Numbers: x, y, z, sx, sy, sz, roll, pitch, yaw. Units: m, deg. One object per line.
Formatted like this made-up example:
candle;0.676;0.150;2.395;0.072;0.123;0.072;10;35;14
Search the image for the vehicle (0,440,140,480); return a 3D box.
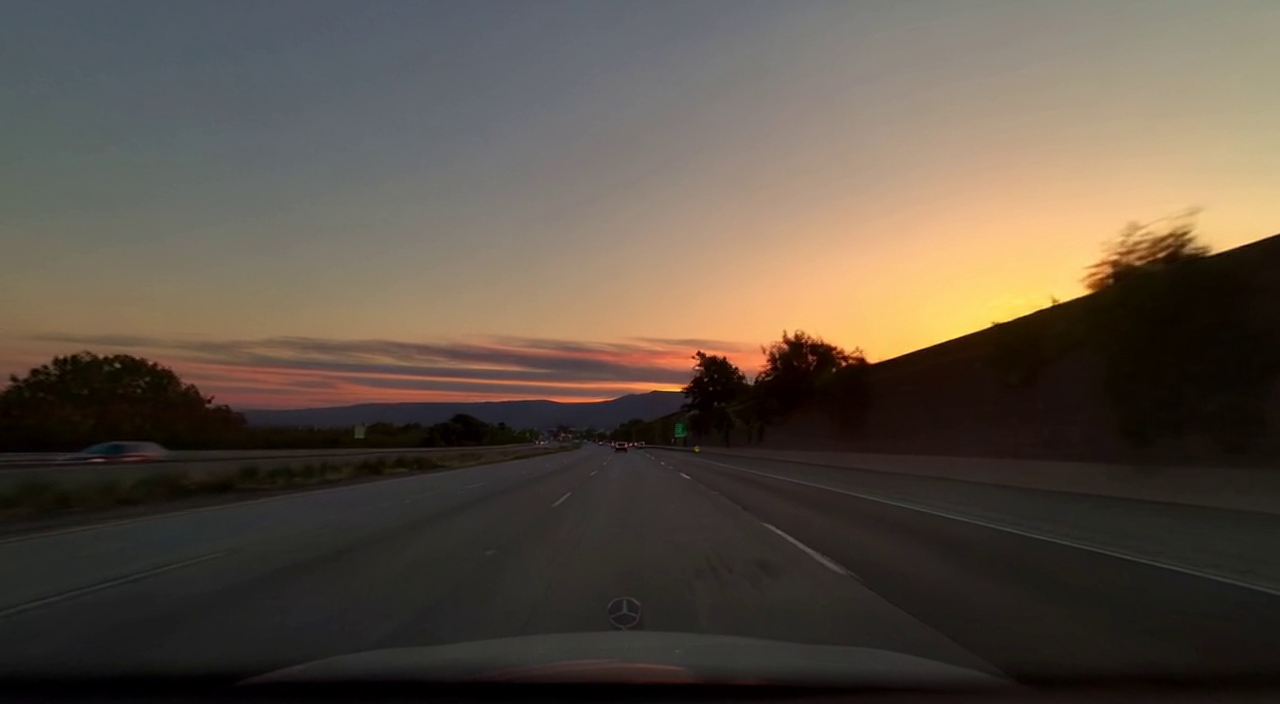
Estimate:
vehicle;-22.955;4.336;25.581;1.822;1.471;4.255;0;-9;0
